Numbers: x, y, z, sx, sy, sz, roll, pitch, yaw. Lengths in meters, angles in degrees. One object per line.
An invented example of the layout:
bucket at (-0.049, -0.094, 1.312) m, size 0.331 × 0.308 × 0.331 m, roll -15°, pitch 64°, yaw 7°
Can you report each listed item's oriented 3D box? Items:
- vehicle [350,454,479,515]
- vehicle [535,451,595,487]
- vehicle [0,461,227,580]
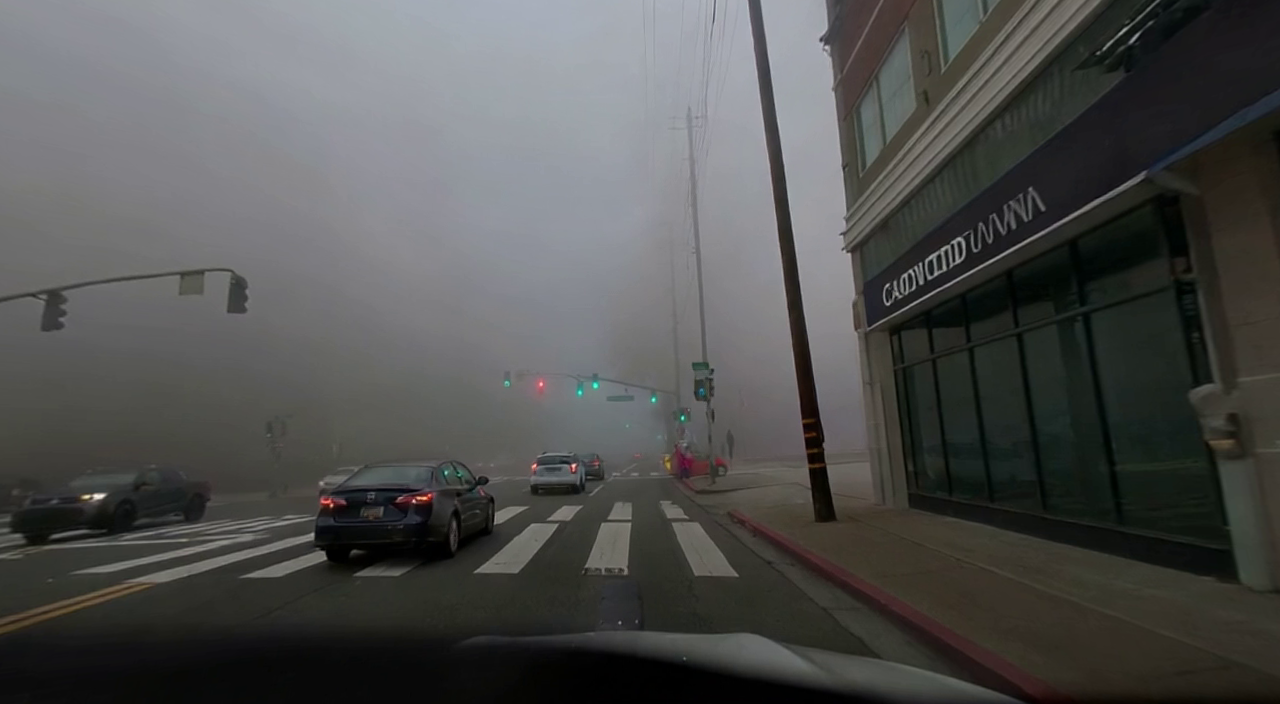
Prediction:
vehicle at (-6.373, 3.771, 18.430) m, size 1.960 × 1.479 × 4.654 m, roll 0°, pitch -9°, yaw 1°
vehicle at (-3.338, 5.308, 28.880) m, size 2.147 × 1.472 × 4.406 m, roll 0°, pitch -9°, yaw 1°
vehicle at (-9.625, 2.711, 10.890) m, size 2.073 × 1.519 × 4.248 m, roll 0°, pitch -9°, yaw 0°
